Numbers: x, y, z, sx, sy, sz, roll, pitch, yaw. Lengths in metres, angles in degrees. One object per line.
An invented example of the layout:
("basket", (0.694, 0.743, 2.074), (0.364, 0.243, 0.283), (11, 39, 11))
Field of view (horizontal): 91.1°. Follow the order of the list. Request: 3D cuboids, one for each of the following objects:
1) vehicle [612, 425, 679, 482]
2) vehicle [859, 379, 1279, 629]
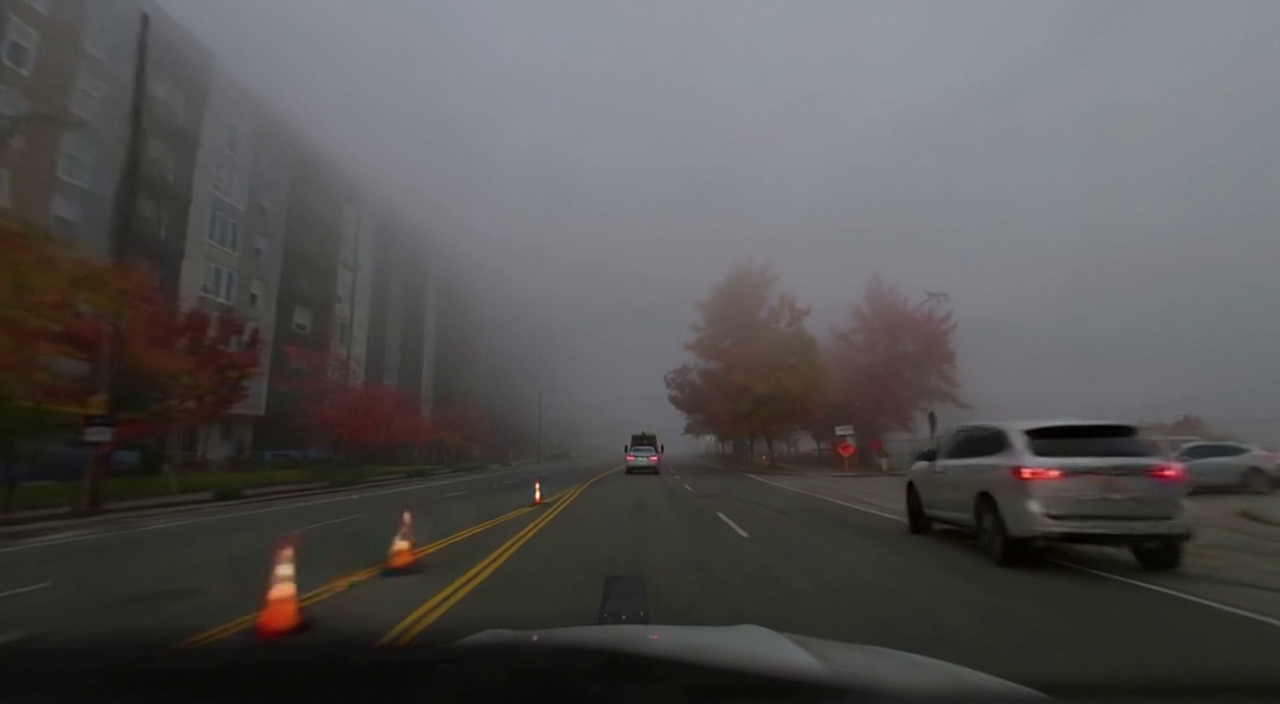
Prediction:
("vehicle", (0.338, 4.720, 29.502), (2.762, 2.309, 6.723), (0, -8, 2))
("vehicle", (4.293, 1.540, 7.538), (2.120, 1.828, 5.531), (-1, -9, 9))
